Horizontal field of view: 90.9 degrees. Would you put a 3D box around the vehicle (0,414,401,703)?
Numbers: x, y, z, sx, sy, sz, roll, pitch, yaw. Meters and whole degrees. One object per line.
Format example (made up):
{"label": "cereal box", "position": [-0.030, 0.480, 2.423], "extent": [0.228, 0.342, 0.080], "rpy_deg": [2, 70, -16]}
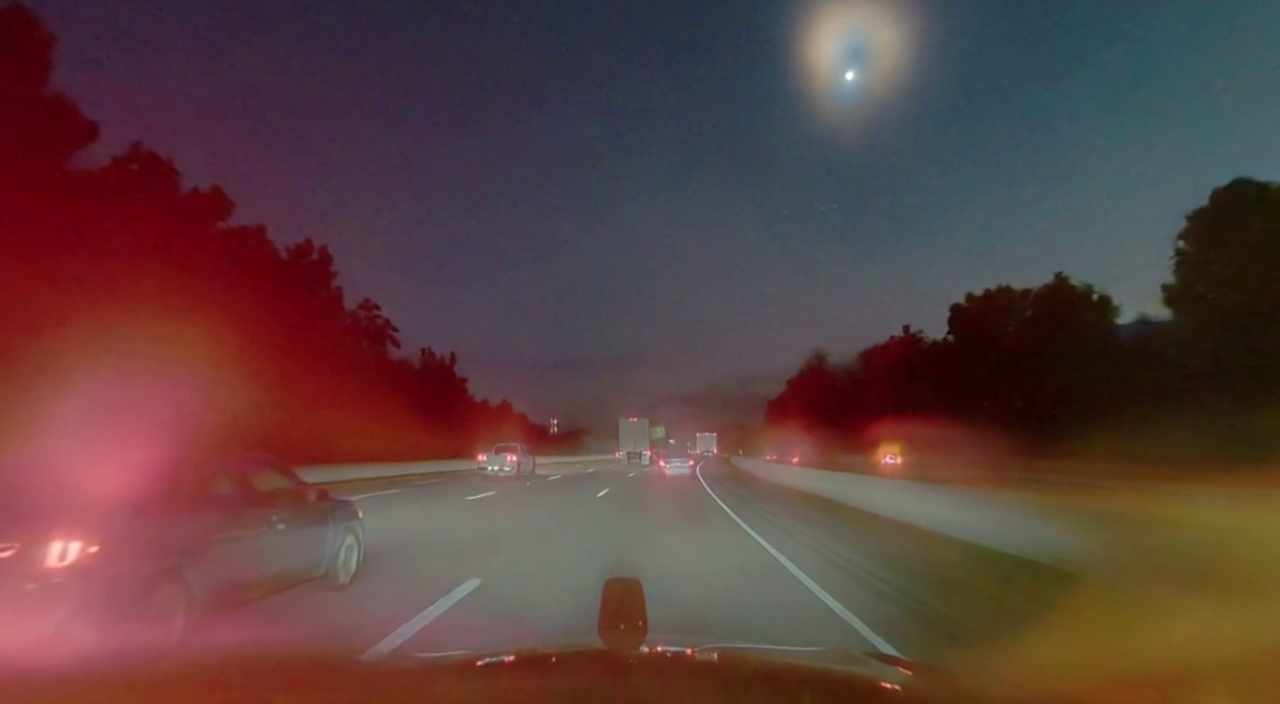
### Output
{"label": "vehicle", "position": [-3.399, 1.223, 3.870], "extent": [1.916, 1.486, 4.631], "rpy_deg": [0, -9, 2]}

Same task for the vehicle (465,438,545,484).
{"label": "vehicle", "position": [-5.858, 4.840, 28.153], "extent": [2.142, 1.833, 4.854], "rpy_deg": [-1, -9, 5]}

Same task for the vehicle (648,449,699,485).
{"label": "vehicle", "position": [1.392, 4.737, 26.219], "extent": [1.984, 1.365, 3.767], "rpy_deg": [-1, -9, 3]}
